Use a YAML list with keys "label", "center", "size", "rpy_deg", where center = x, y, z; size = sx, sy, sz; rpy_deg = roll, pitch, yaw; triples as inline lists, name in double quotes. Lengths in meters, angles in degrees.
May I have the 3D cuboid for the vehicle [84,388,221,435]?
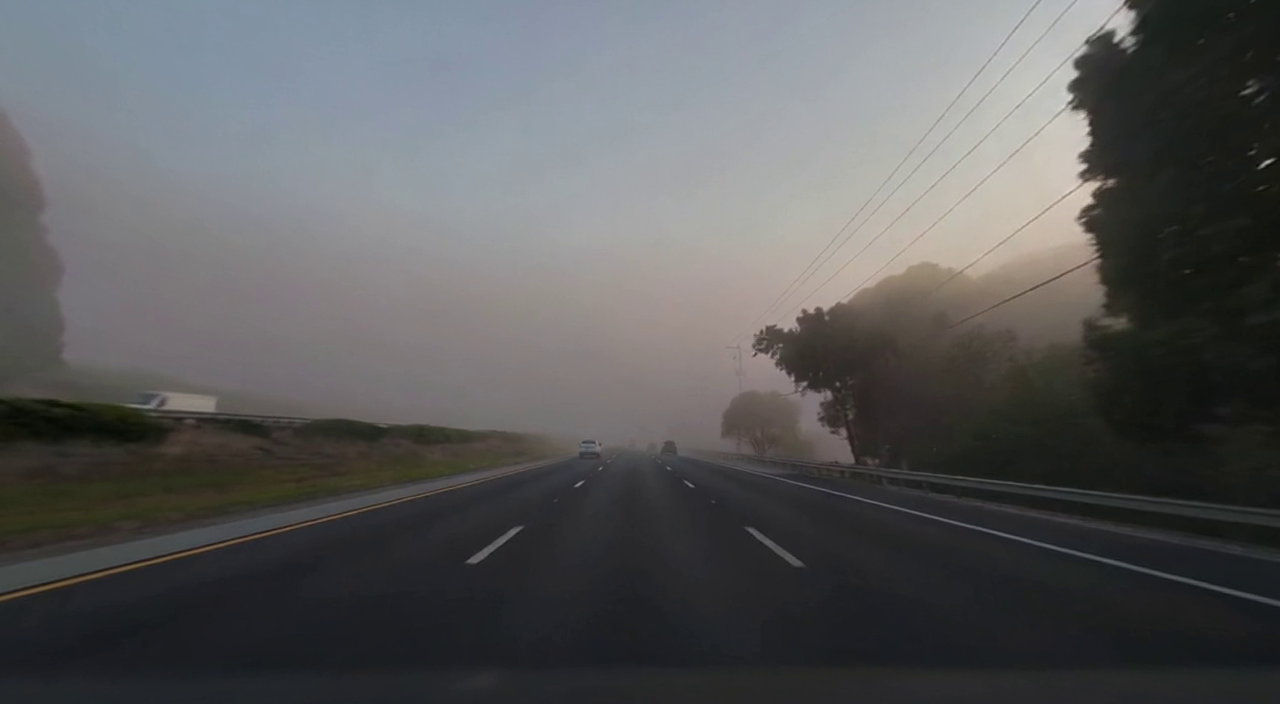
- label: "vehicle"
  center: [-33.384, 4.262, 43.849]
  size: [2.941, 2.815, 8.291]
  rpy_deg: [0, -8, 0]
